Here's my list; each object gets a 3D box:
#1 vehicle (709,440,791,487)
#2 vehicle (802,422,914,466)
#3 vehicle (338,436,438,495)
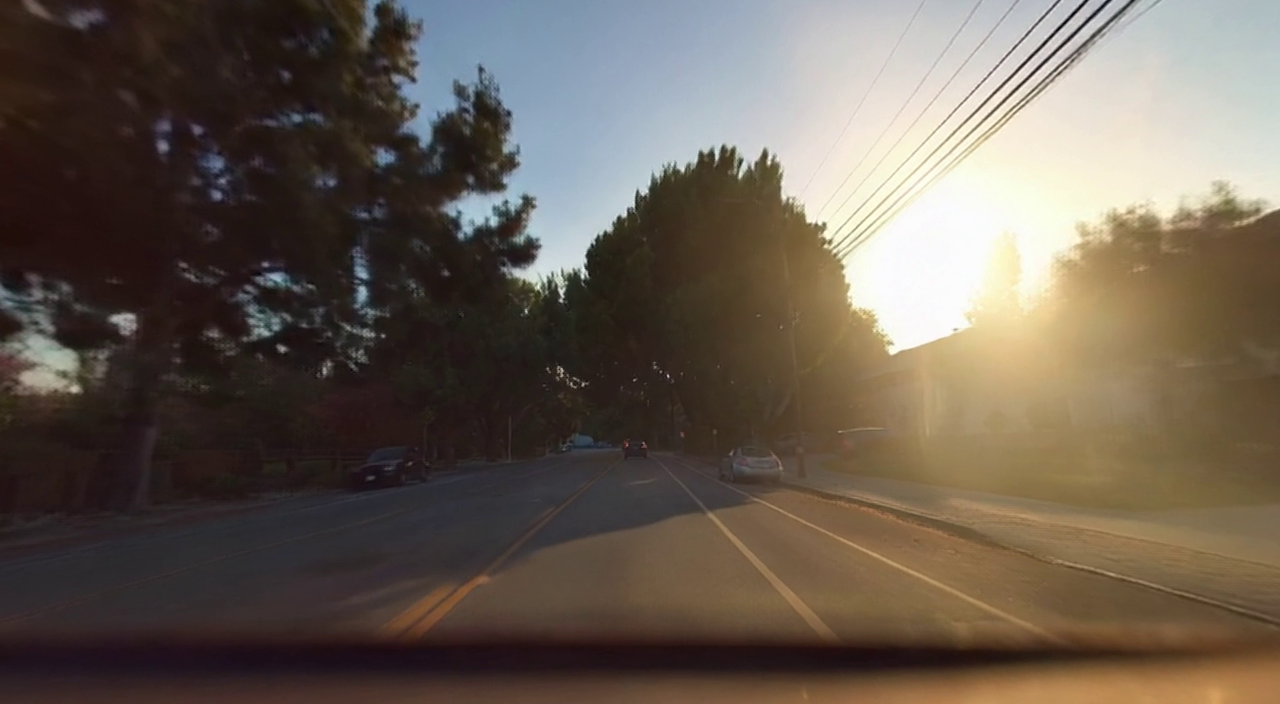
[{"bbox_3d":[3.887,4.044,23.248,2.167,1.535,4.464,0,-8,-1],"label":"vehicle"},{"bbox_3d":[10.788,4.593,31.478,4.709,1.743,1.965,-3,-8,-8],"label":"vehicle"},{"bbox_3d":[-10.974,4.940,28.034,2.111,2.050,5.328,-8,-8,-1],"label":"vehicle"}]
